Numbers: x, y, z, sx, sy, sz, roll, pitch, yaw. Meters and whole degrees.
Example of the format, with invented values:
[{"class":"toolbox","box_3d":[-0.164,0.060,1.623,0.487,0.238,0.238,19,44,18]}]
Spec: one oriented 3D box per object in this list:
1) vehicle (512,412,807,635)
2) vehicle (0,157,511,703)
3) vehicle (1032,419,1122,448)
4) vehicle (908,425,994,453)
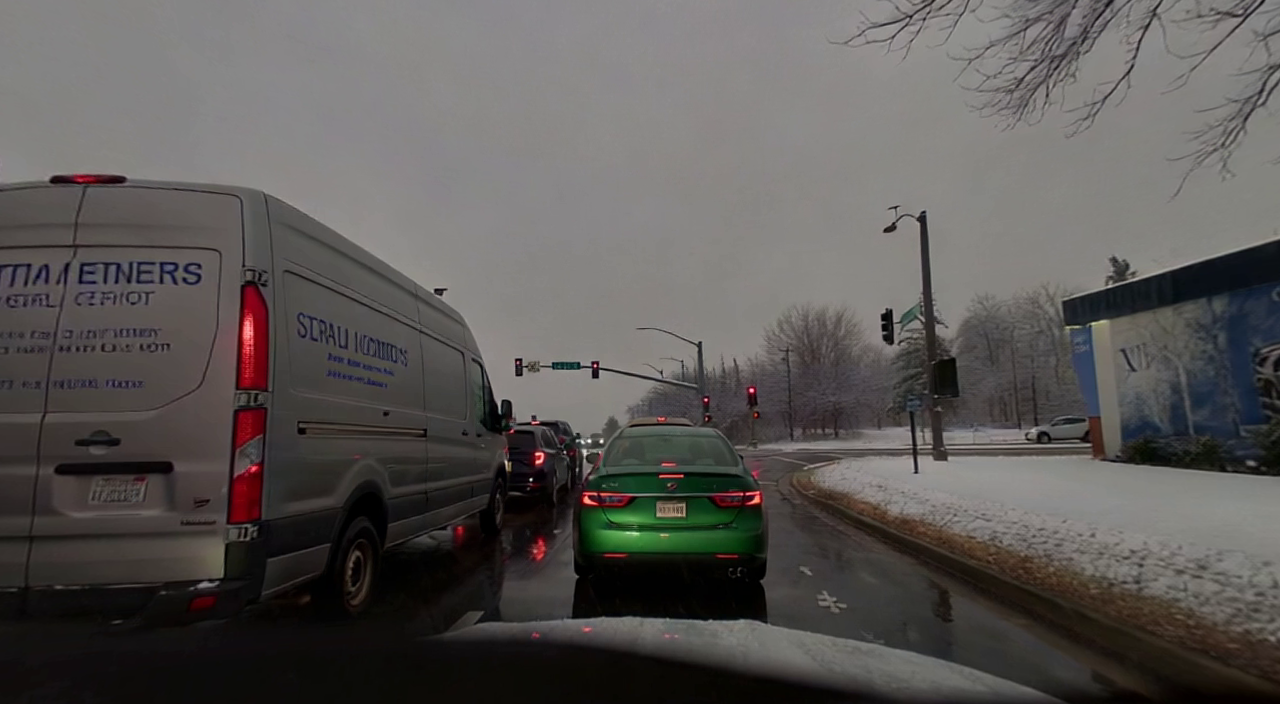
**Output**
[{"class":"vehicle","box_3d":[0.299,1.706,7.337,2.398,1.773,4.254,-1,-8,4]},{"class":"vehicle","box_3d":[-3.118,0.912,5.852,2.555,3.035,5.702,0,-8,0]},{"class":"vehicle","box_3d":[32.028,6.015,46.147,5.084,2.041,2.360,2,-9,-10]},{"class":"vehicle","box_3d":[21.935,6.164,44.495,5.021,1.848,2.210,1,-9,-9]}]
